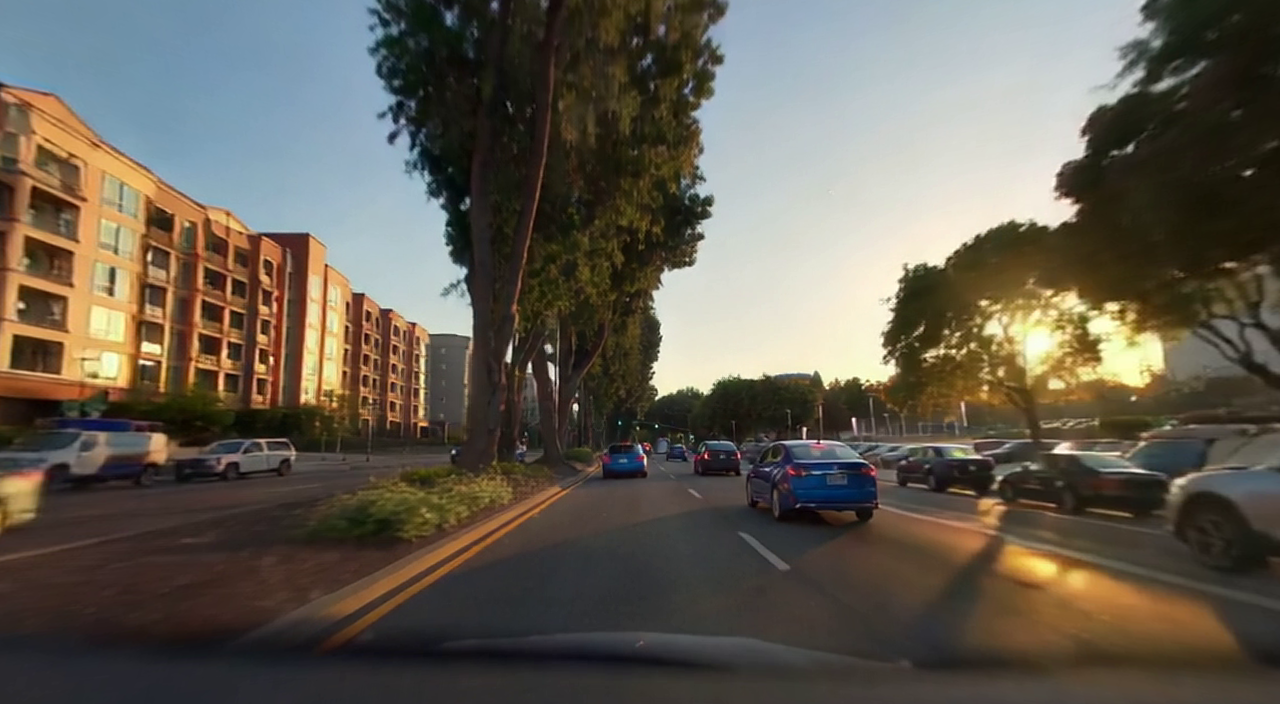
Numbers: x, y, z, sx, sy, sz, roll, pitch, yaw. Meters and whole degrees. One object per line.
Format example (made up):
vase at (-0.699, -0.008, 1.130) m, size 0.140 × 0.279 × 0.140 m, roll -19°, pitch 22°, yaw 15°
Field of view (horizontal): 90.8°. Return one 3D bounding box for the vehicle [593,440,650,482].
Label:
vehicle at (-0.659, 4.154, 24.345) m, size 1.994 × 1.479 × 3.647 m, roll 0°, pitch -9°, yaw 0°

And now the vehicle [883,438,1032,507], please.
vehicle at (8.247, 3.147, 17.013) m, size 2.127 × 1.546 × 4.828 m, roll -1°, pitch -9°, yaw 9°

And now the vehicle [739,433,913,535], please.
vehicle at (3.080, 2.262, 11.376) m, size 1.852 × 1.498 × 3.825 m, roll 0°, pitch -9°, yaw -2°

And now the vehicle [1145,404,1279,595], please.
vehicle at (7.134, 1.201, 4.728) m, size 2.224 × 1.772 × 5.325 m, roll 0°, pitch -9°, yaw -1°

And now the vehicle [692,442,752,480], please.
vehicle at (3.352, 4.530, 26.615) m, size 1.908 × 1.453 × 4.230 m, roll 0°, pitch -9°, yaw -1°

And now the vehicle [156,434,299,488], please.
vehicle at (-15.968, 4.236, 24.927) m, size 2.108 × 1.876 × 5.260 m, roll 0°, pitch -9°, yaw 0°

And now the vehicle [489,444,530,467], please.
vehicle at (-9.040, 7.199, 43.978) m, size 1.943 × 1.483 × 4.439 m, roll 0°, pitch -9°, yaw -1°

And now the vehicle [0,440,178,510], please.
vehicle at (-16.152, 3.318, 17.635) m, size 2.115 × 1.621 × 5.840 m, roll 0°, pitch -9°, yaw 0°
